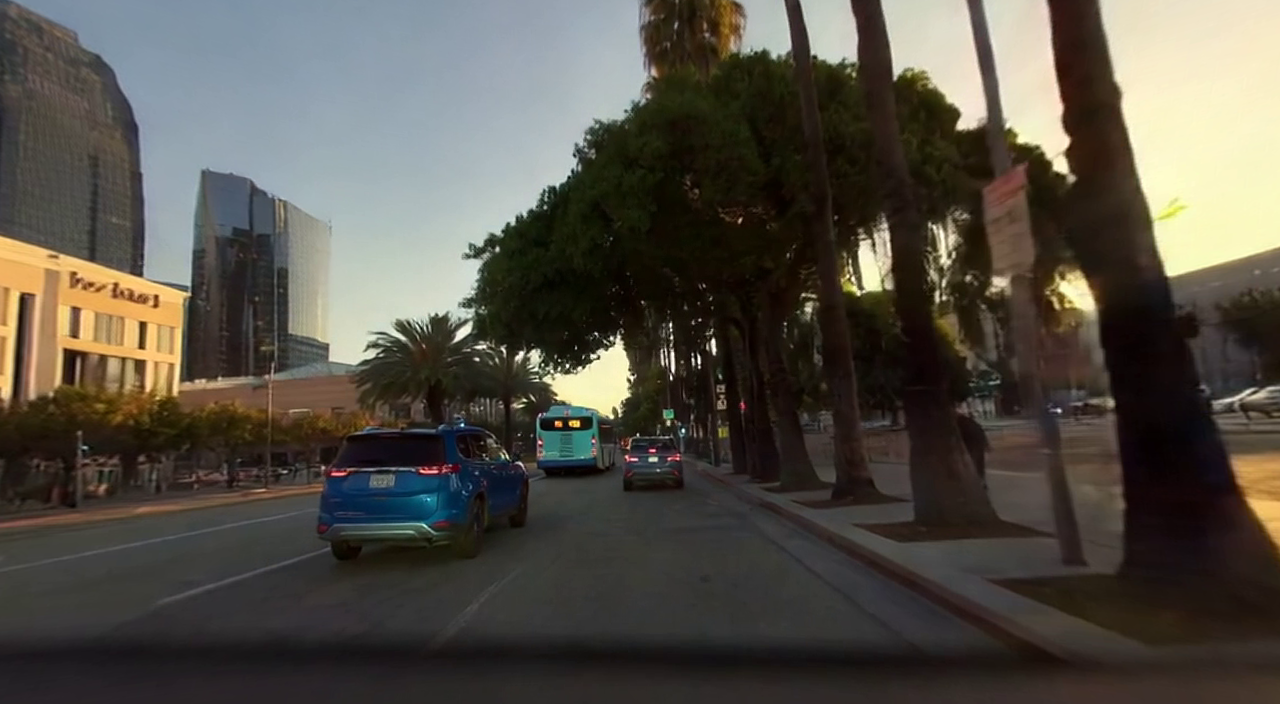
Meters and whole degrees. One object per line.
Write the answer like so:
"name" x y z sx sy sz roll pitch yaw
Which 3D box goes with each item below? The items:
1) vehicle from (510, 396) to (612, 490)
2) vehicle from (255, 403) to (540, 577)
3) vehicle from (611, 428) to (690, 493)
"vehicle" -2.785 3.604 24.951 2.775 3.064 8.297 -1 -8 1
"vehicle" -2.906 1.783 8.947 2.124 1.799 4.587 0 -8 1
"vehicle" 0.287 3.201 18.922 2.120 1.727 3.917 0 -8 1
